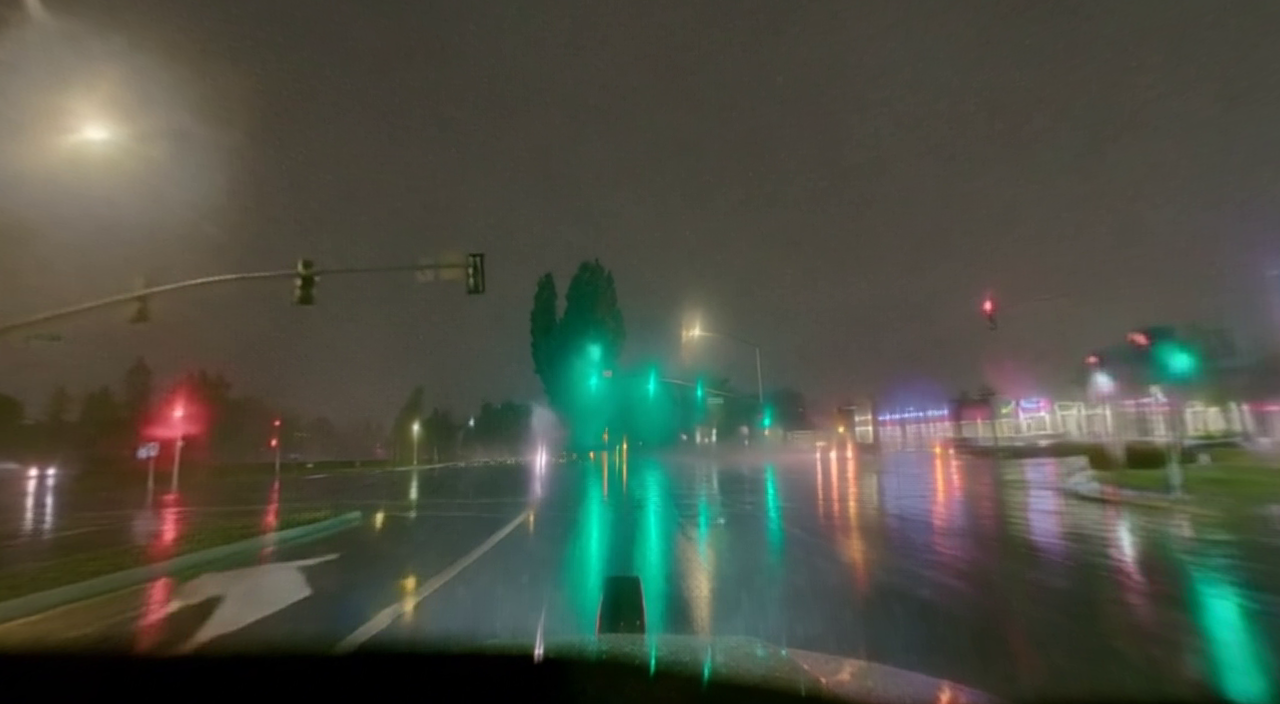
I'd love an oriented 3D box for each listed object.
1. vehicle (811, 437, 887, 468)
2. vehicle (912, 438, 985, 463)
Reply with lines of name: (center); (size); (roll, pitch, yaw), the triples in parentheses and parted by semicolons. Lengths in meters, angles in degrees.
vehicle: (12.170, 5.841, 36.789); (3.780, 1.496, 1.867); (0, -8, -23)
vehicle: (19.101, 6.081, 39.155); (3.942, 1.505, 1.848); (4, -9, -23)
